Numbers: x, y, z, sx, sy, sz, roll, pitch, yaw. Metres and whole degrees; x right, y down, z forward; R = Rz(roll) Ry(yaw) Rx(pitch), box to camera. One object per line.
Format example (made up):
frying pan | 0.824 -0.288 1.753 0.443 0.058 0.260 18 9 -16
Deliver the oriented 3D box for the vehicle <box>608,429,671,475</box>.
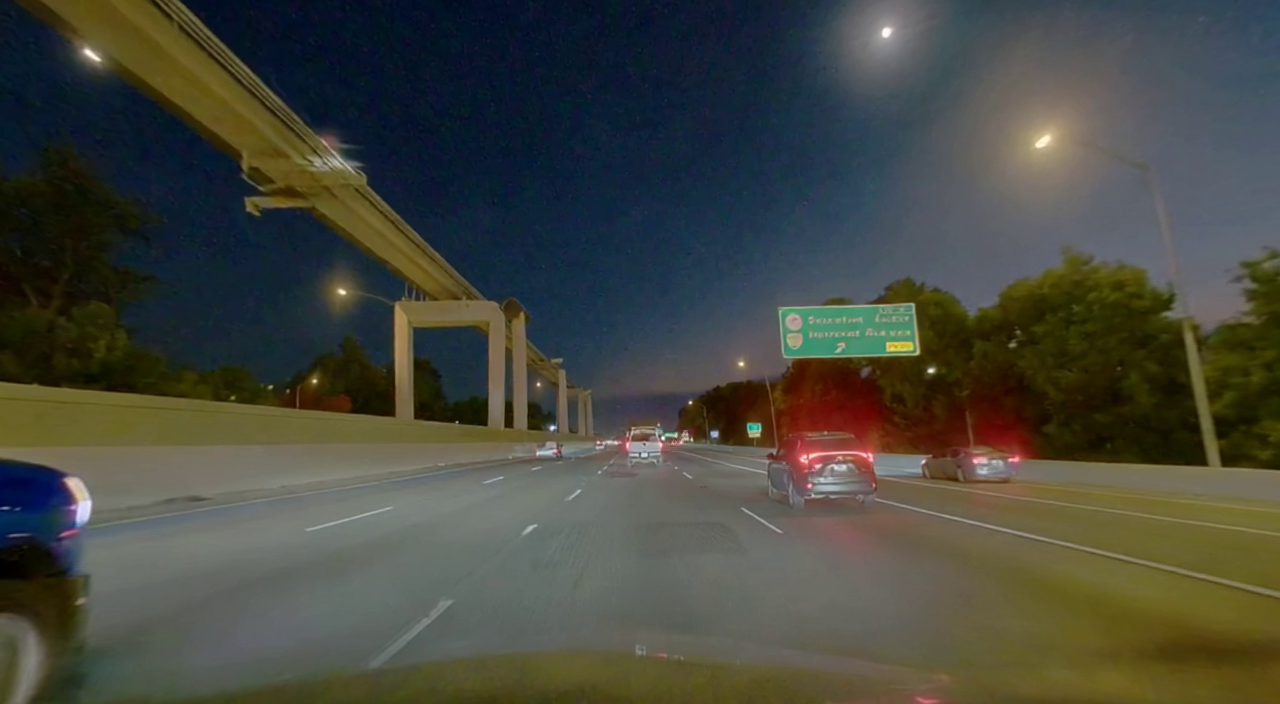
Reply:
vehicle | -0.042 4.533 28.777 2.572 1.837 5.693 0 -9 0

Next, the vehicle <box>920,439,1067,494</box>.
vehicle | 10.607 3.439 19.394 1.961 1.480 4.331 0 -9 0

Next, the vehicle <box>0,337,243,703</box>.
vehicle | -3.731 0.635 1.274 2.535 1.715 5.030 0 -9 1

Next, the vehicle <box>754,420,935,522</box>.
vehicle | 3.723 2.261 12.428 2.119 1.653 4.000 0 -9 -1
